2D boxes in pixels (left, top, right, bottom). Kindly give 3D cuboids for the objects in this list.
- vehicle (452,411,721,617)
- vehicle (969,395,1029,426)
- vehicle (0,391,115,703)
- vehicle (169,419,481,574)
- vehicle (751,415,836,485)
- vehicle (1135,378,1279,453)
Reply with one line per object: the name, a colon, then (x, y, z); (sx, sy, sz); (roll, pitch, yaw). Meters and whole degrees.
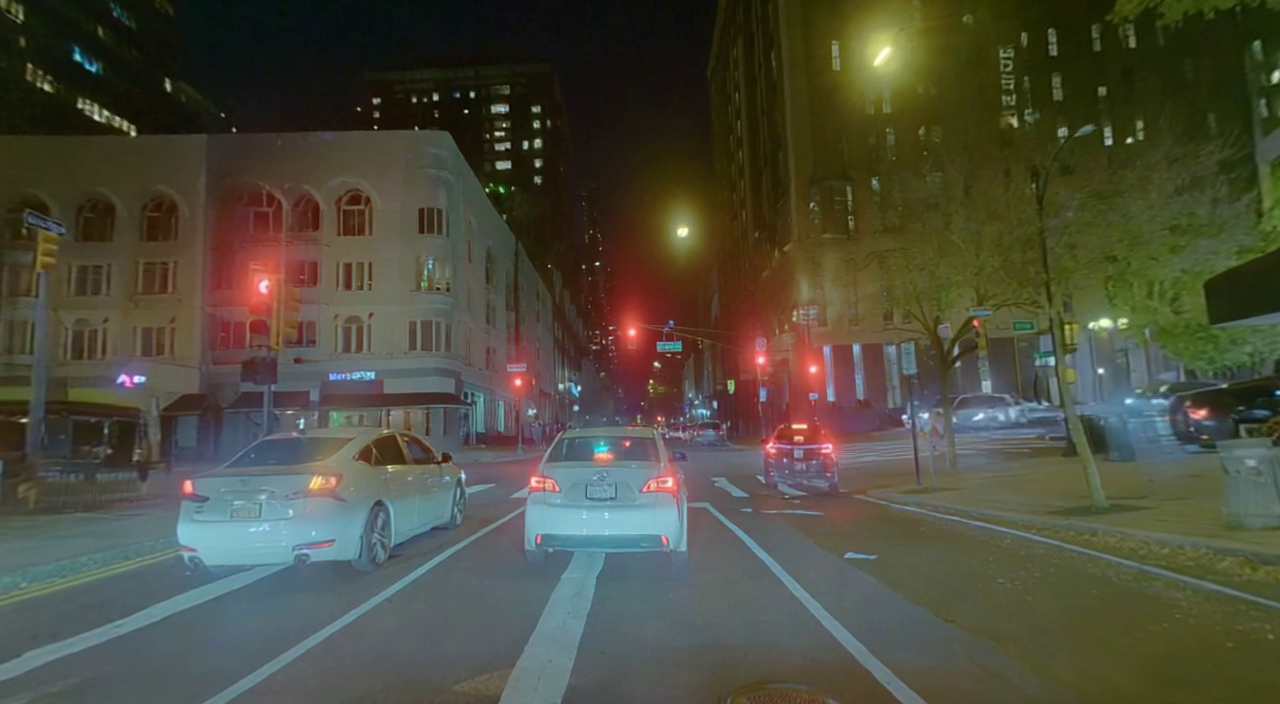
vehicle: (-0.417, 1.499, 6.729); (1.999, 1.520, 3.896); (0, -8, -1)
vehicle: (23.091, 3.823, 40.550); (4.657, 1.769, 1.979); (7, -11, -43)
vehicle: (-3.908, 0.705, 1.194); (1.995, 1.524, 4.438); (0, -8, 0)
vehicle: (-3.683, 1.760, 8.481); (1.934, 1.522, 4.287); (0, -8, 1)
vehicle: (4.295, 2.713, 17.588); (1.958, 1.667, 4.392); (-2, -9, 14)
vehicle: (21.625, 2.364, 22.873); (5.863, 2.493, 2.354); (2, -9, -12)
